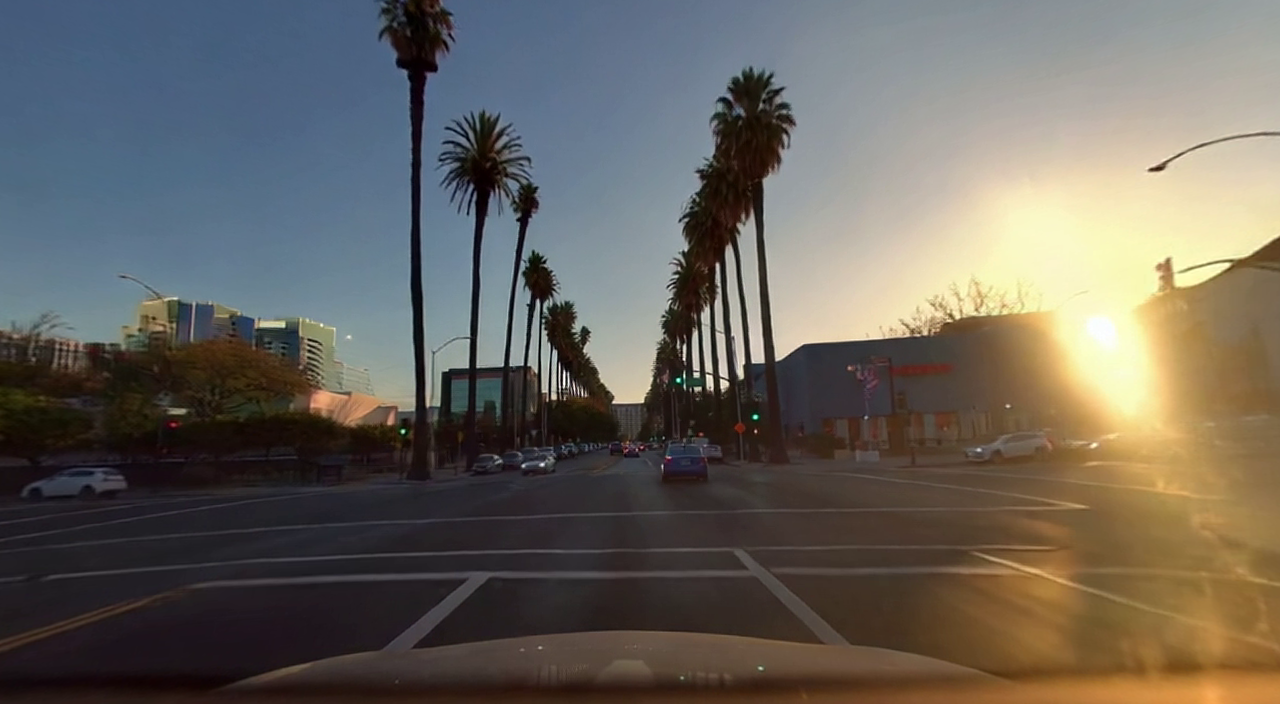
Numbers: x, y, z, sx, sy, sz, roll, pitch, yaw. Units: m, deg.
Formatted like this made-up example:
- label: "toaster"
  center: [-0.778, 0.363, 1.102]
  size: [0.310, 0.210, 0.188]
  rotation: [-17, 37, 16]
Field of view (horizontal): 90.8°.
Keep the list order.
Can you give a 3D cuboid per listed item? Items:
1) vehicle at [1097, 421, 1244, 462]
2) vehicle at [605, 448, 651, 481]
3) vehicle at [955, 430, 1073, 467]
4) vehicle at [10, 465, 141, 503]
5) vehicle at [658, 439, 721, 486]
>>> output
- label: "vehicle"
  center: [25.499, 4.338, 30.529]
  size: [5.130, 1.875, 2.118]
  rotation: [0, -9, -1]
- label: "vehicle"
  center: [-0.626, 5.503, 31.197]
  size: [2.088, 1.452, 3.993]
  rotation: [0, -9, -2]
- label: "vehicle"
  center: [17.617, 4.580, 29.934]
  size: [4.277, 1.665, 2.006]
  rotation: [0, -9, -2]
- label: "vehicle"
  center: [-28.761, 6.725, 32.301]
  size: [4.570, 1.741, 2.107]
  rotation: [0, -9, -2]
- label: "vehicle"
  center: [1.908, 4.443, 25.661]
  size: [2.003, 1.702, 4.288]
  rotation: [0, -9, -3]
